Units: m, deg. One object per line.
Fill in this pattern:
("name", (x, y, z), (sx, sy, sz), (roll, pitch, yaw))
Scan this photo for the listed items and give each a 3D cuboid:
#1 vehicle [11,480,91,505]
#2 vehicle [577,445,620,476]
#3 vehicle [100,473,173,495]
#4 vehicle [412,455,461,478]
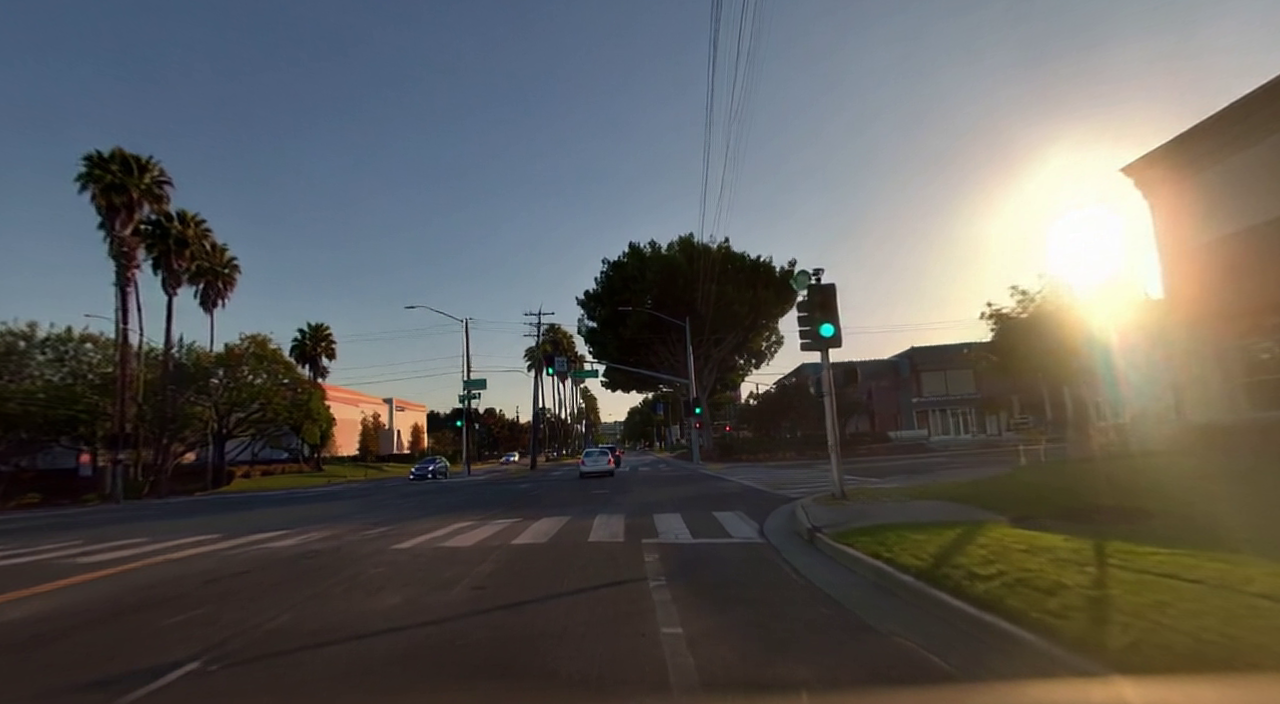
("vehicle", (-39.040, 9.338, 41.920), (3.685, 1.183, 1.680), (-5, -9, -1))
("vehicle", (-2.082, 5.562, 32.656), (2.063, 1.474, 4.334), (0, -8, -2))
("vehicle", (-39.742, 10.432, 49.953), (4.018, 1.556, 1.895), (0, -8, -3))
("vehicle", (-14.571, 8.230, 45.533), (1.997, 1.480, 4.715), (0, -8, -1))
